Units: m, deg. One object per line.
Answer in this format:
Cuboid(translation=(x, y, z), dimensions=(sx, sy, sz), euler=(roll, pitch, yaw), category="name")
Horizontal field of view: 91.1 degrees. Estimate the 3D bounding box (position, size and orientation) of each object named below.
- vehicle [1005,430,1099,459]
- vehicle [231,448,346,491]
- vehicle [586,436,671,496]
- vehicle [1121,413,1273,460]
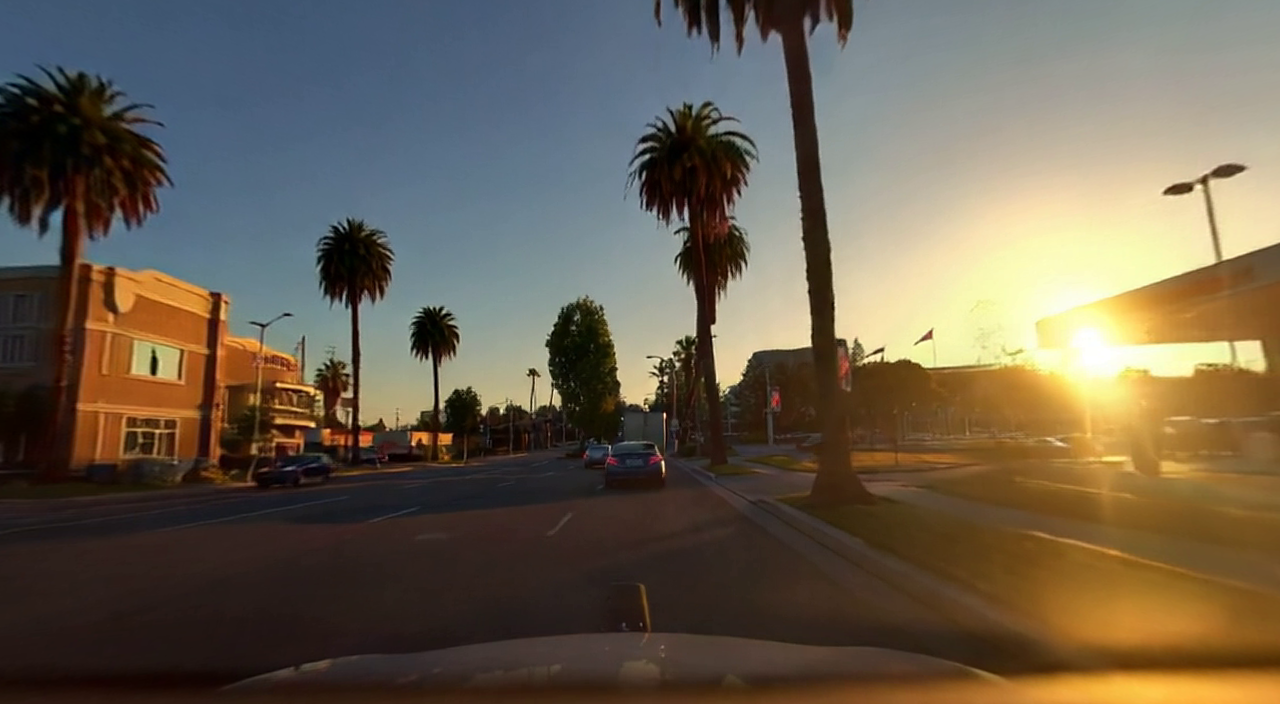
Cuboid(translation=(22.511, 5.130, 34.539), dimensions=(1.876, 1.482, 4.633), euler=(0, -10, -2), category="vehicle")
Cuboid(translation=(-13.379, 4.458, 24.245), dimensions=(1.923, 1.490, 4.372), euler=(0, -8, 0), category="vehicle")
Cuboid(translation=(-0.265, 3.213, 18.101), dimensions=(2.145, 1.483, 4.453), euler=(0, -8, 1), category="vehicle")
Cuboid(translation=(22.116, 3.427, 25.228), dimensions=(1.853, 1.698, 4.468), euler=(0, -9, -2), category="vehicle")
